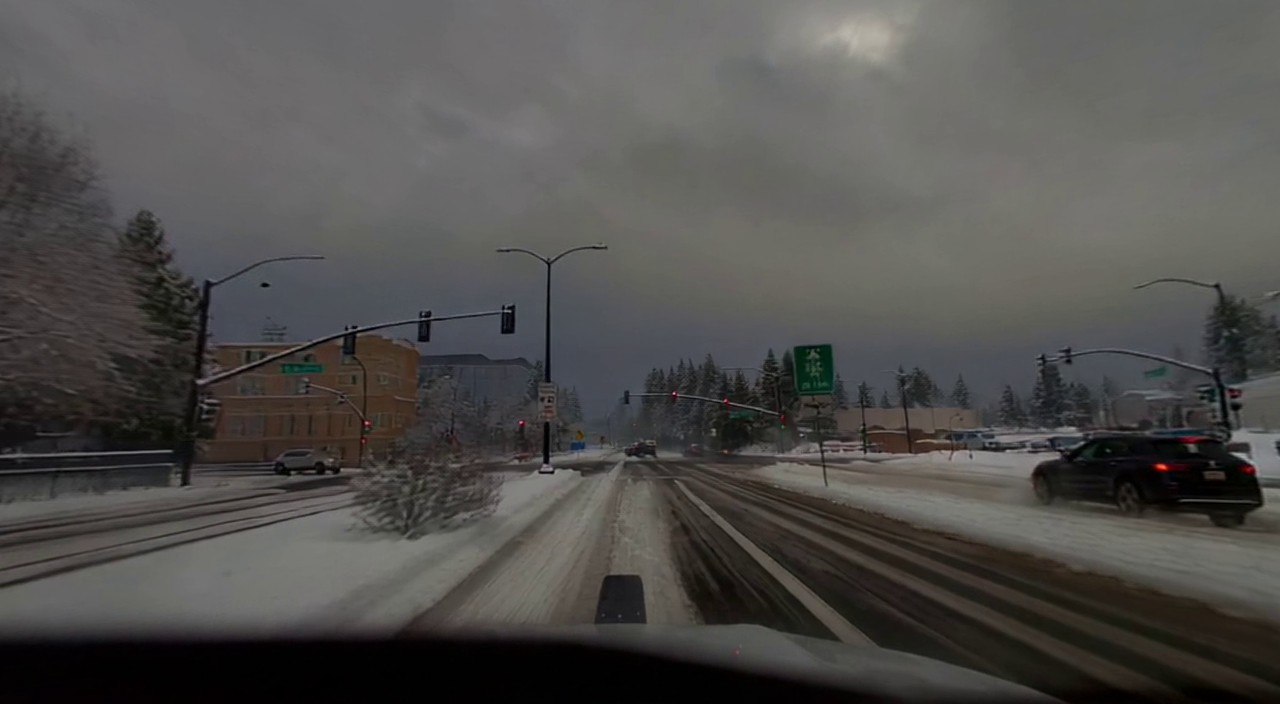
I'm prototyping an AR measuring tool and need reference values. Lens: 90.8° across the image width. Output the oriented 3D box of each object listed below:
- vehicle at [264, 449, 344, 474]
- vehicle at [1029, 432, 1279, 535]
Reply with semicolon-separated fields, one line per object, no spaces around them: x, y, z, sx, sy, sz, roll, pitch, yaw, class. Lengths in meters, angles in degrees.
-24.946;8.145;47.026;4.706;1.734;2.253;-1;-8;6;vehicle
9.542;2.260;11.548;1.933;1.500;4.458;0;-8;-1;vehicle
